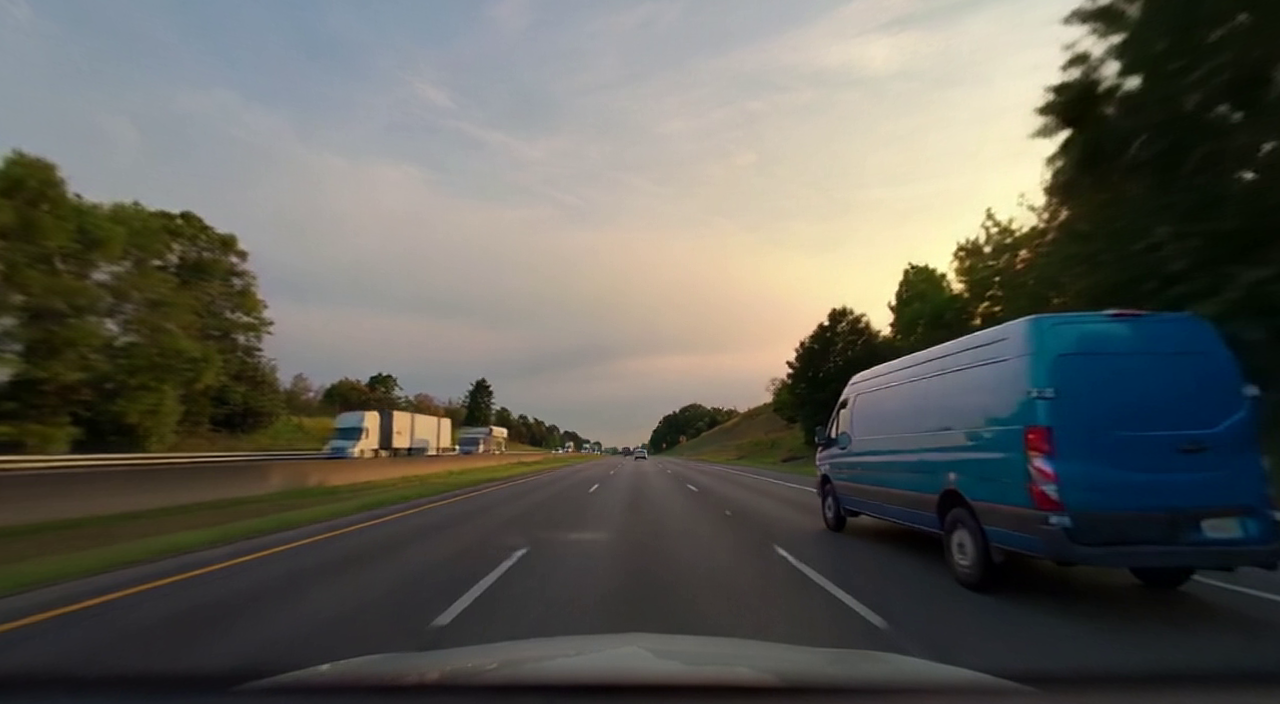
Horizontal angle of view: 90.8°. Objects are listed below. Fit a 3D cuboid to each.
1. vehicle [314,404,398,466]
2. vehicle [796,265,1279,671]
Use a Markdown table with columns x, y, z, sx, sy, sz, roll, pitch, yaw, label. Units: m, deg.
| x | y | z | sx | sy | sz | roll | pitch | yaw | label |
| --- | --- | --- | --- | --- | --- | --- | --- | --- | --- |
| -19.592 | 5.866 | 43.976 | 2.946 | 3.975 | 6.121 | 0 | -9 | 0 | vehicle |
| 3.964 | 1.172 | 7.271 | 2.552 | 2.524 | 6.630 | 0 | -9 | -1 | vehicle |
